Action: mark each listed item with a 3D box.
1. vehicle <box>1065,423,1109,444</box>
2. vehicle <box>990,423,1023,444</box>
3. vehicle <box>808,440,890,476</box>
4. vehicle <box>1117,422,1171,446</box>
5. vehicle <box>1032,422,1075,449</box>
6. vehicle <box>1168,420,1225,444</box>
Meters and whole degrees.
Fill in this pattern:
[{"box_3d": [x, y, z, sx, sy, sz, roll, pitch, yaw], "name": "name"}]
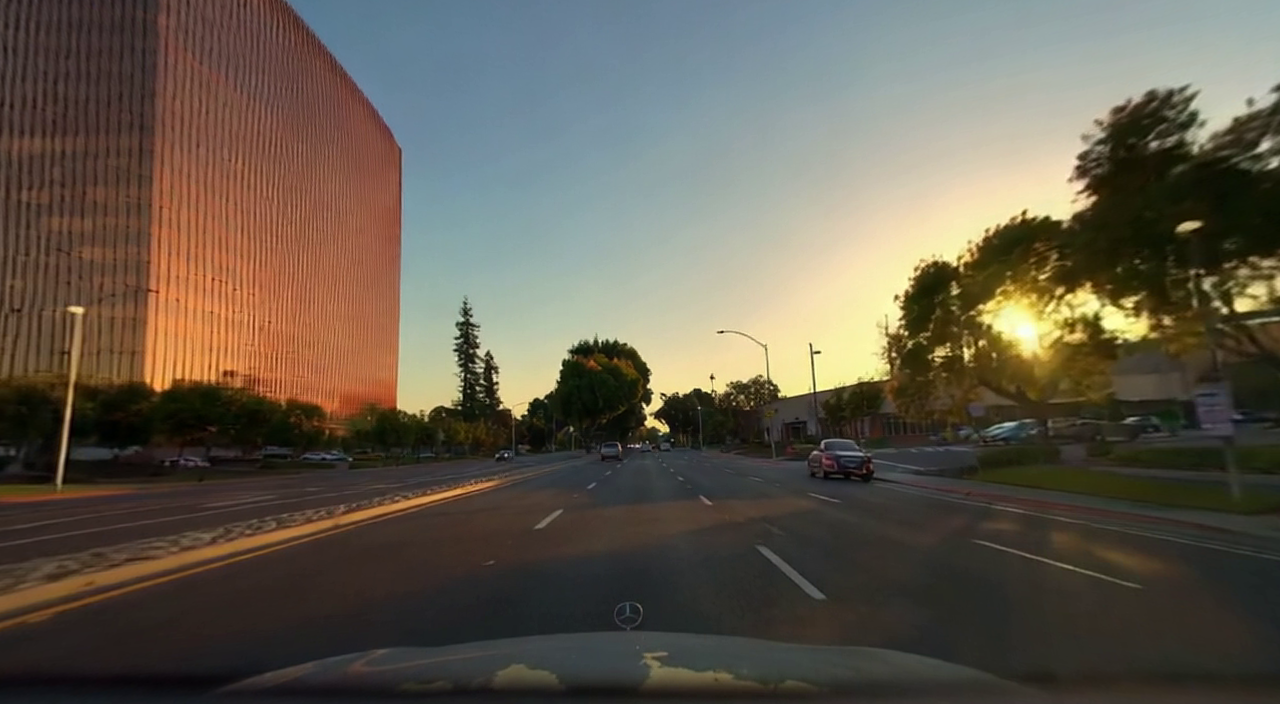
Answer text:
[{"box_3d": [33.707, 6.189, 47.442, 1.977, 1.511, 4.134, -4, -9, 26], "name": "vehicle"}, {"box_3d": [28.482, 6.369, 48.873, 1.797, 1.498, 4.412, -3, -9, 25], "name": "vehicle"}, {"box_3d": [10.922, 5.434, 32.601, 2.129, 1.696, 5.061, -7, -11, 42], "name": "vehicle"}, {"box_3d": [33.712, 5.529, 42.132, 1.916, 1.491, 4.491, -4, -9, 28], "name": "vehicle"}, {"box_3d": [28.085, 5.723, 42.755, 2.042, 1.690, 4.562, -5, -10, 29], "name": "vehicle"}, {"box_3d": [36.549, 5.327, 41.309, 1.778, 1.477, 3.942, -4, -9, 27], "name": "vehicle"}]
